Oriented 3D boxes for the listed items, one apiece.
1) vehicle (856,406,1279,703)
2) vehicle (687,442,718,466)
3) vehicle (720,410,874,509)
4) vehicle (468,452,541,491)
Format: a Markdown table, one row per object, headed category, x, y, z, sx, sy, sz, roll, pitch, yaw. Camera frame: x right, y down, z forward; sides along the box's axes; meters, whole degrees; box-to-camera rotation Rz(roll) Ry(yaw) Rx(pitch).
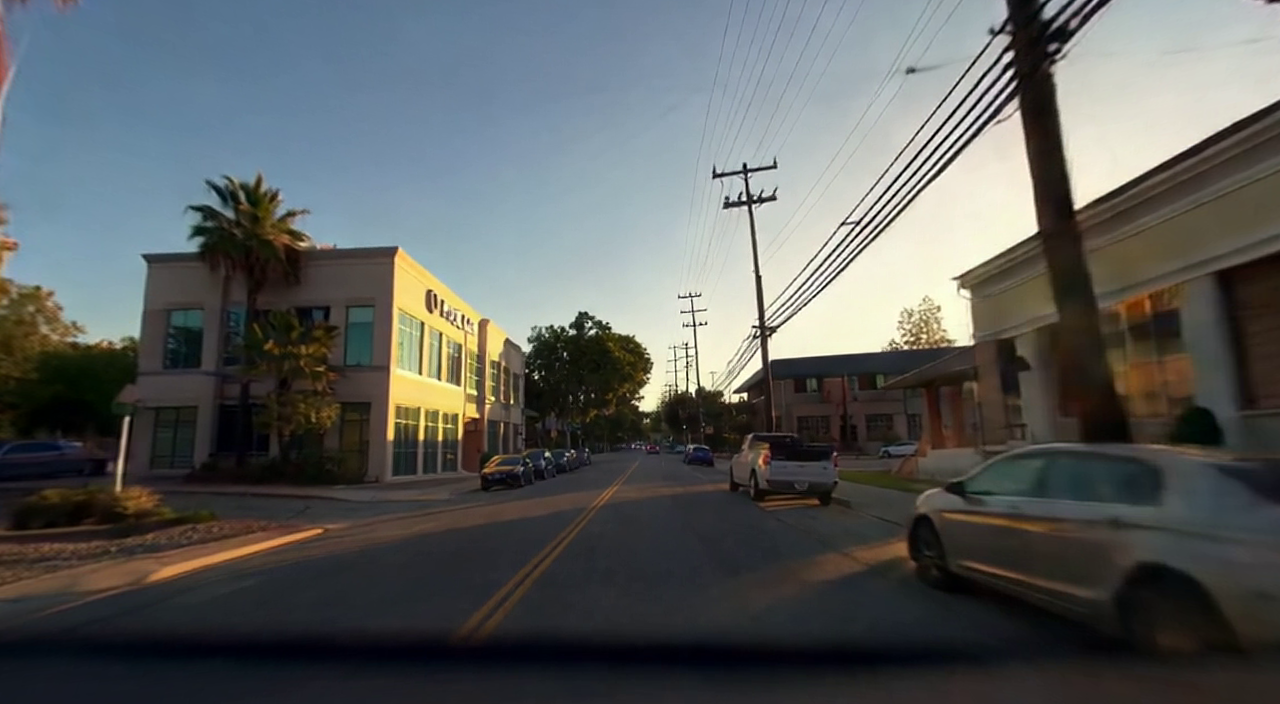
| category | x | y | z | sx | sy | sz | roll | pitch | yaw |
| --- | --- | --- | --- | --- | --- | --- | --- | --- | --- |
| vehicle | 3.545 | 1.287 | 4.628 | 2.060 | 1.513 | 4.741 | 0 | -8 | -2 |
| vehicle | 4.384 | 7.266 | 45.172 | 1.948 | 1.607 | 4.873 | -1 | -8 | 3 |
| vehicle | 3.800 | 2.782 | 16.764 | 2.485 | 2.123 | 6.029 | 0 | -8 | 0 |
| vehicle | -5.661 | 5.012 | 26.895 | 1.982 | 1.453 | 4.577 | -1 | -8 | 2 |
